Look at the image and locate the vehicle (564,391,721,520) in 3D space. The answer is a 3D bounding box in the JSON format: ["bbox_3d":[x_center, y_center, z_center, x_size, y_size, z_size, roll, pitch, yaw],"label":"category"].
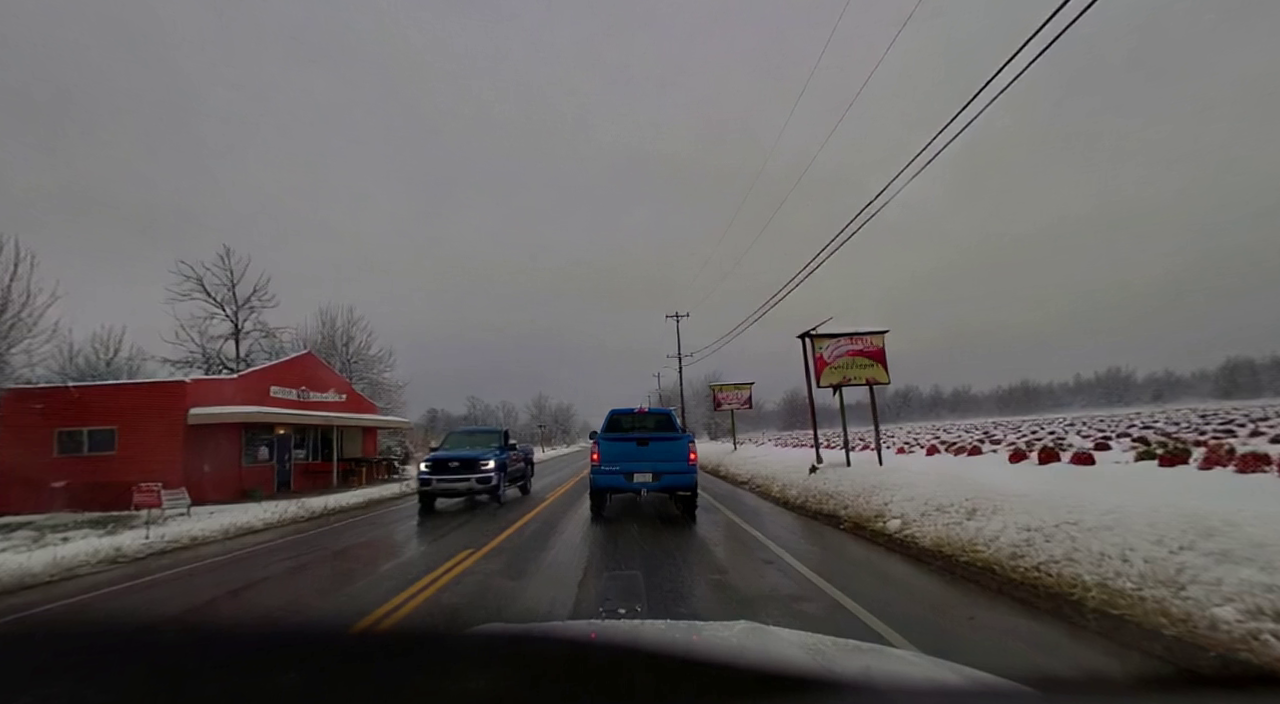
[{"bbox_3d":[-0.040,2.218,13.926,2.693,2.223,5.885,0,-8,-2],"label":"vehicle"}]

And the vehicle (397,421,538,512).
[{"bbox_3d":[-4.021,2.756,15.675,2.180,1.801,4.679,-2,-8,0],"label":"vehicle"}]
